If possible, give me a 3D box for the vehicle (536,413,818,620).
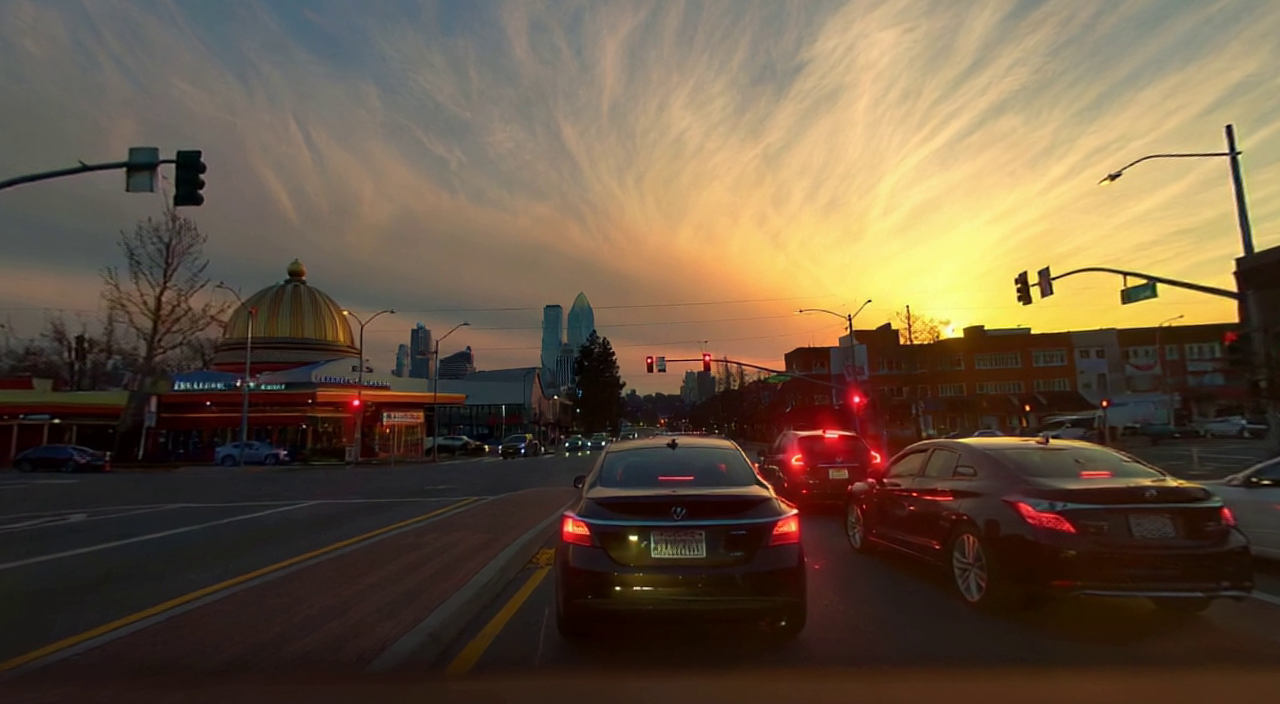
[{"bbox_3d":[0.217,1.494,6.653,2.073,1.496,3.892,0,-8,-2],"label":"vehicle"}]

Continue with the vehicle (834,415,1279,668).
[{"bbox_3d":[3.511,1.447,6.032,1.883,1.480,4.489,0,-8,0],"label":"vehicle"}]

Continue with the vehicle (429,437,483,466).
[{"bbox_3d":[-12.101,6.574,41.799,2.122,1.829,4.559,0,-8,0],"label":"vehicle"}]

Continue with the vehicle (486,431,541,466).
[{"bbox_3d":[-8.799,6.718,44.576,2.710,2.022,5.889,-2,-5,0],"label":"vehicle"}]
